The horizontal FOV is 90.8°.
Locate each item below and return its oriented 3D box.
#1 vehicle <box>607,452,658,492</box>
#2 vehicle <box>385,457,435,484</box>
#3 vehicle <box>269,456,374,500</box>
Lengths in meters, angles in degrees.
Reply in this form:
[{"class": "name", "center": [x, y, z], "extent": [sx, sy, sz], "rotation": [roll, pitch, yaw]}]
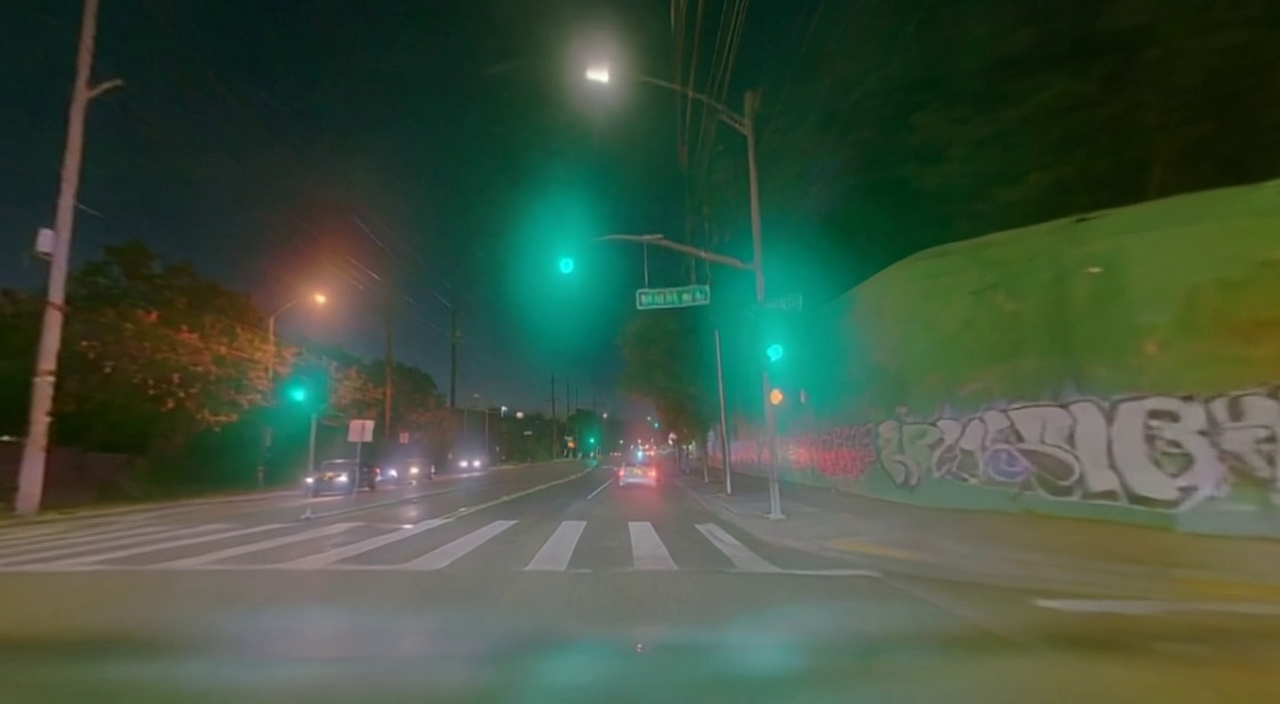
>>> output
[{"class": "vehicle", "center": [-0.307, 5.299, 28.245], "extent": [2.105, 1.611, 3.750], "rotation": [1, -9, 0]}, {"class": "vehicle", "center": [-15.888, 8.187, 43.857], "extent": [1.841, 1.658, 3.953], "rotation": [1, -9, 1]}, {"class": "vehicle", "center": [-12.969, 5.136, 26.076], "extent": [1.992, 1.585, 4.375], "rotation": [1, -9, 1]}]
